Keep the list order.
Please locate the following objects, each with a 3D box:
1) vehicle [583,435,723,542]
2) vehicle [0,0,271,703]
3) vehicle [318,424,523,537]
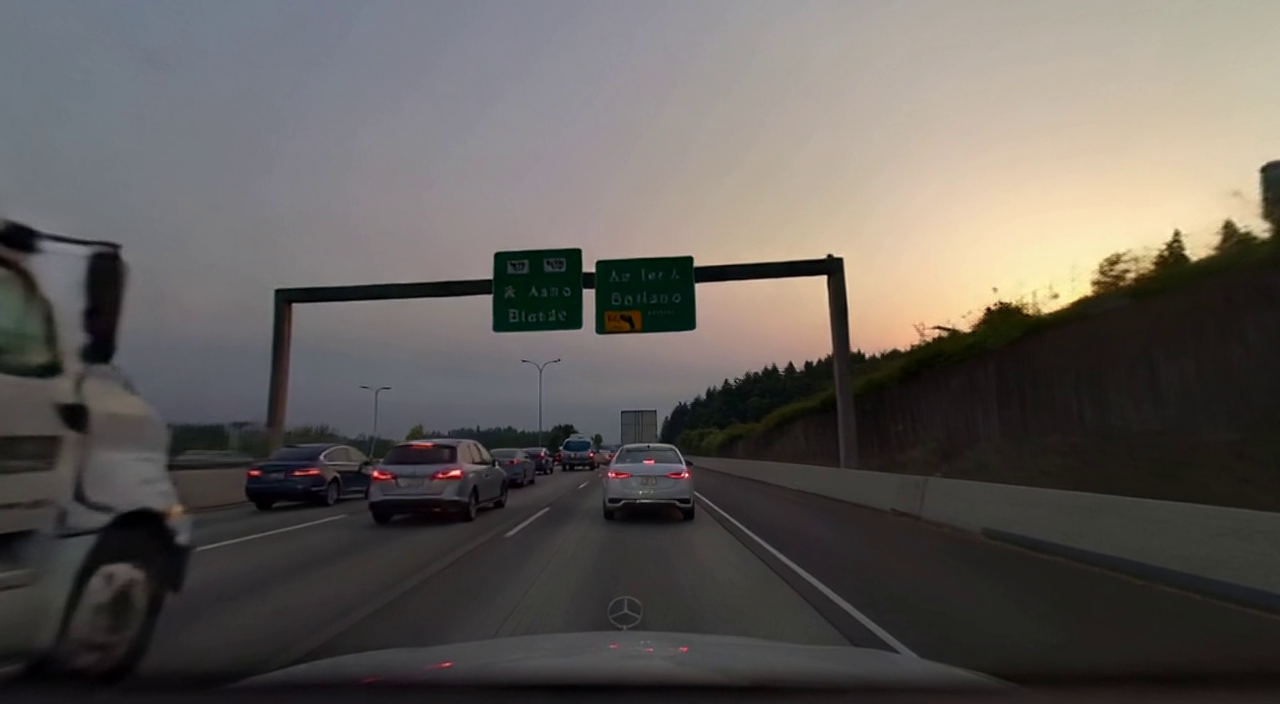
[{"bbox_3d":[0.163,2.213,10.733,1.995,1.495,3.380,0,-9,-1],"label":"vehicle"},{"bbox_3d":[-3.884,-0.285,0.119,2.832,3.293,7.782,0,-9,0],"label":"vehicle"},{"bbox_3d":[-3.638,2.230,11.505,2.165,1.638,4.317,0,-9,0],"label":"vehicle"}]
